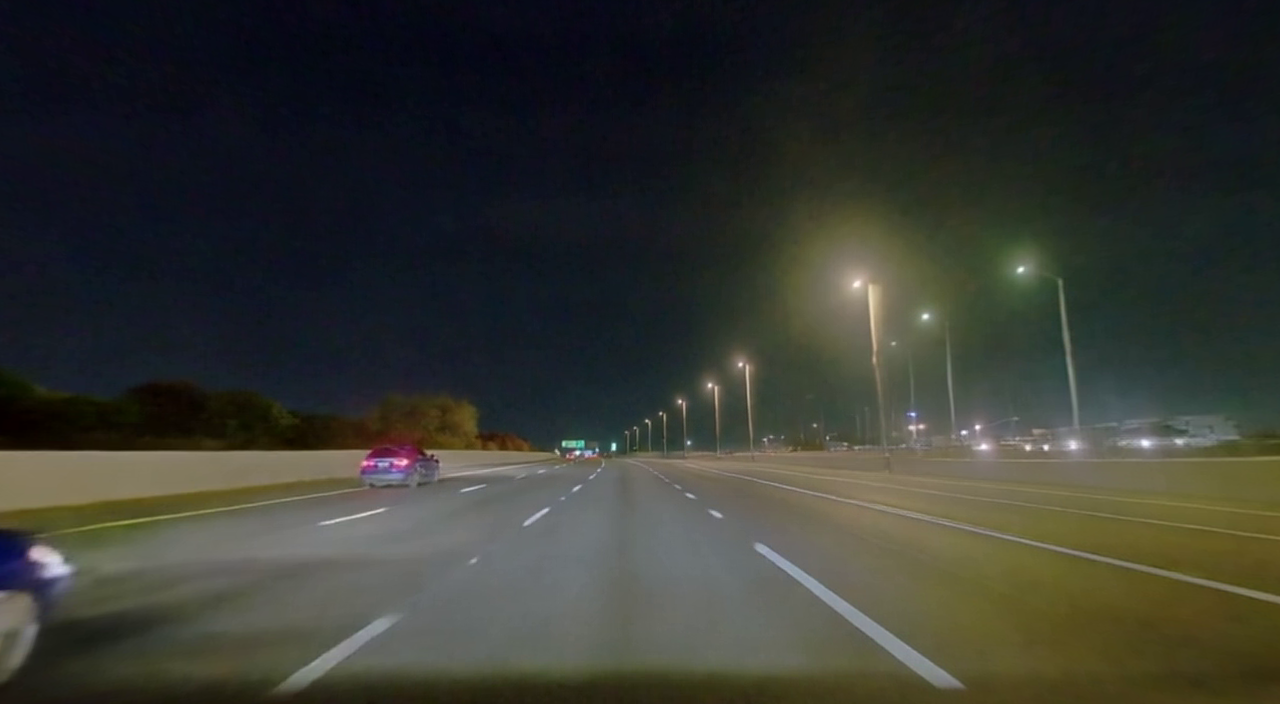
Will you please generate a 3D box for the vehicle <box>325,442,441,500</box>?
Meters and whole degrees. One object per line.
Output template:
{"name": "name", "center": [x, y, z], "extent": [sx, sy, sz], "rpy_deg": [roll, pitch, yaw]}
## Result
{"name": "vehicle", "center": [-7.819, 3.631, 19.729], "extent": [1.924, 1.601, 4.115], "rpy_deg": [0, -9, -1]}
